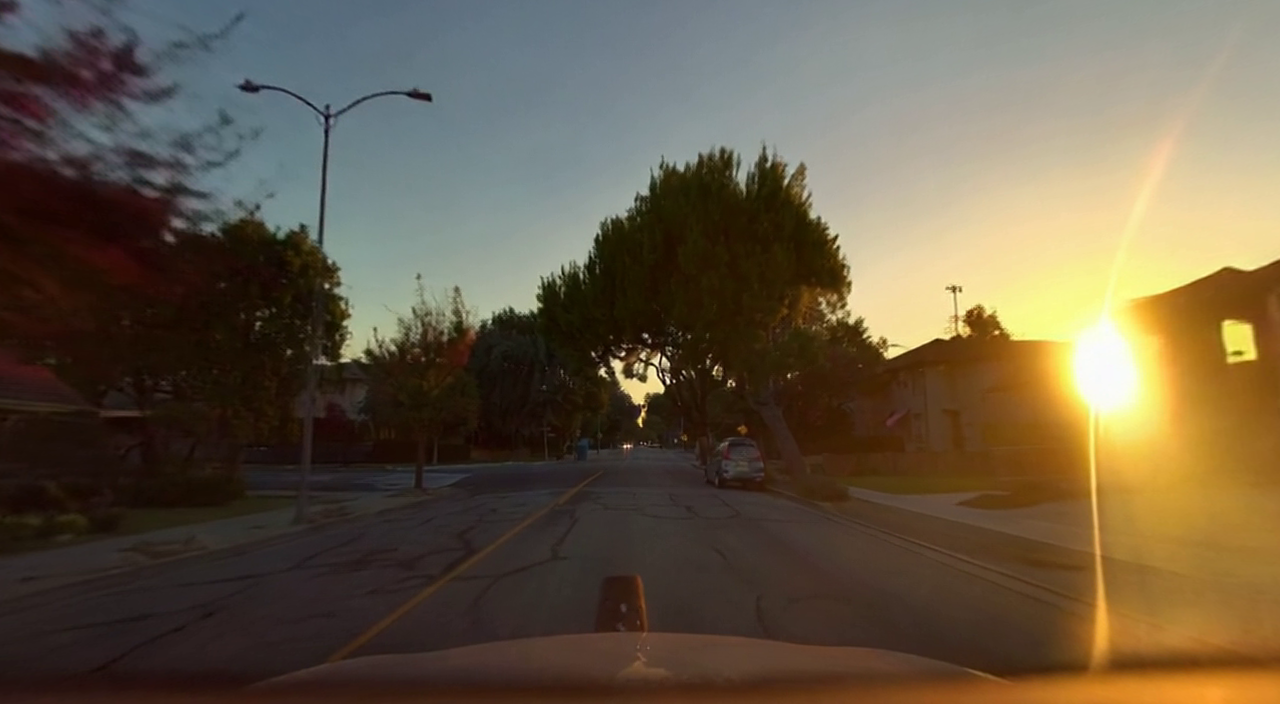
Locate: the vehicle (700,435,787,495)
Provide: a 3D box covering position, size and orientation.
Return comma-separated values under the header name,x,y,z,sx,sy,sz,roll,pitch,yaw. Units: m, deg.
name,x,y,z,sx,sy,sz,roll,pitch,yaw
vehicle,3.196,3.594,20.477,2.086,1.726,4.384,0,-9,0
